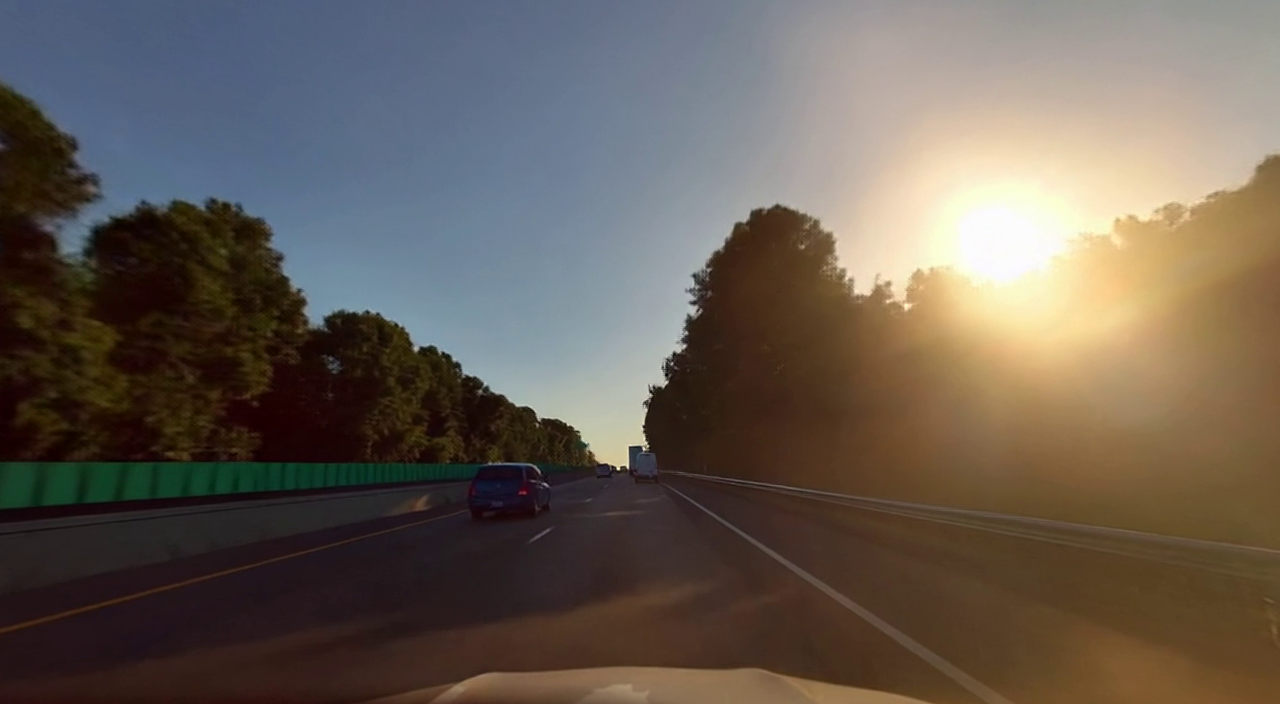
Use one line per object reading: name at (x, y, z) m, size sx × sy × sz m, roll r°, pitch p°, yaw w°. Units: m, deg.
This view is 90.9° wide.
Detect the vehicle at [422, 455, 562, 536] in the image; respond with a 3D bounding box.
vehicle at (-3.090, 3.134, 14.217) m, size 2.038 × 1.490 × 4.391 m, roll 1°, pitch -10°, yaw 1°
